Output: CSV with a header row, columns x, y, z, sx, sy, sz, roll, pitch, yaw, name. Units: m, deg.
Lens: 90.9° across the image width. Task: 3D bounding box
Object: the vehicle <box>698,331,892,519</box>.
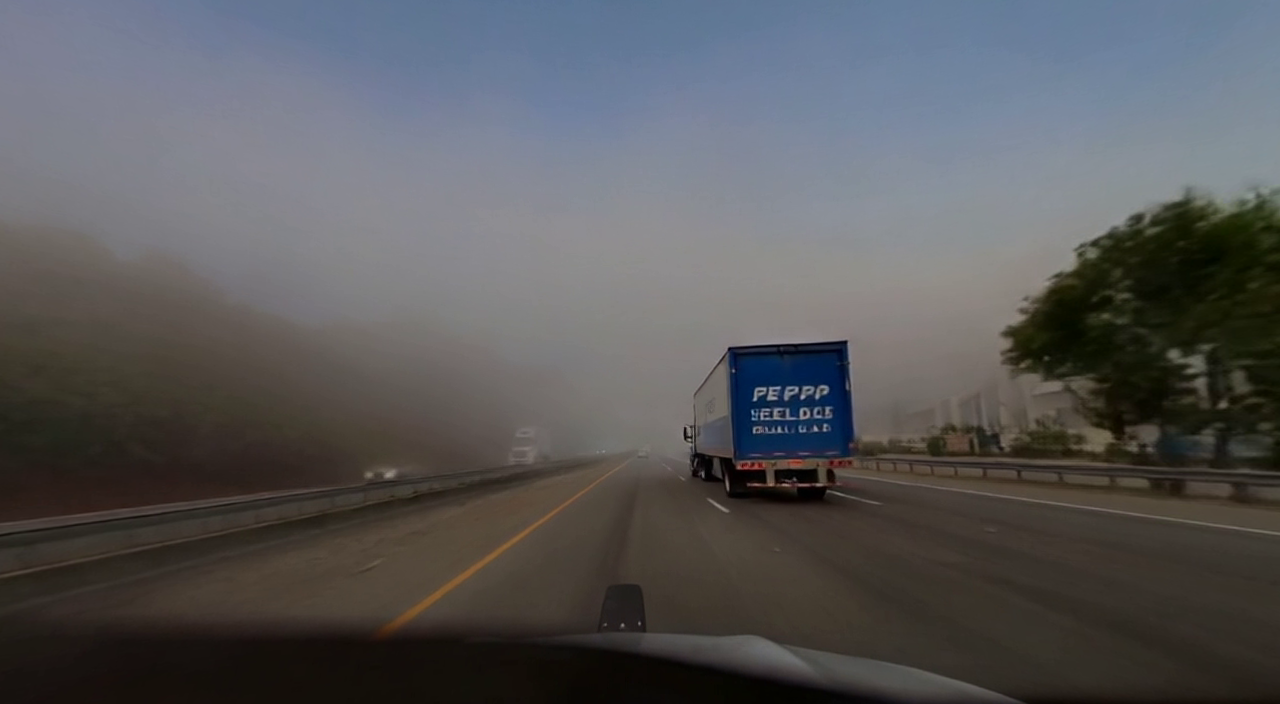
x,y,z,sx,sy,sz,roll,pitch,yaw,name
4.062,2.555,20.468,3.341,4.269,12.252,0,-9,1,vehicle
